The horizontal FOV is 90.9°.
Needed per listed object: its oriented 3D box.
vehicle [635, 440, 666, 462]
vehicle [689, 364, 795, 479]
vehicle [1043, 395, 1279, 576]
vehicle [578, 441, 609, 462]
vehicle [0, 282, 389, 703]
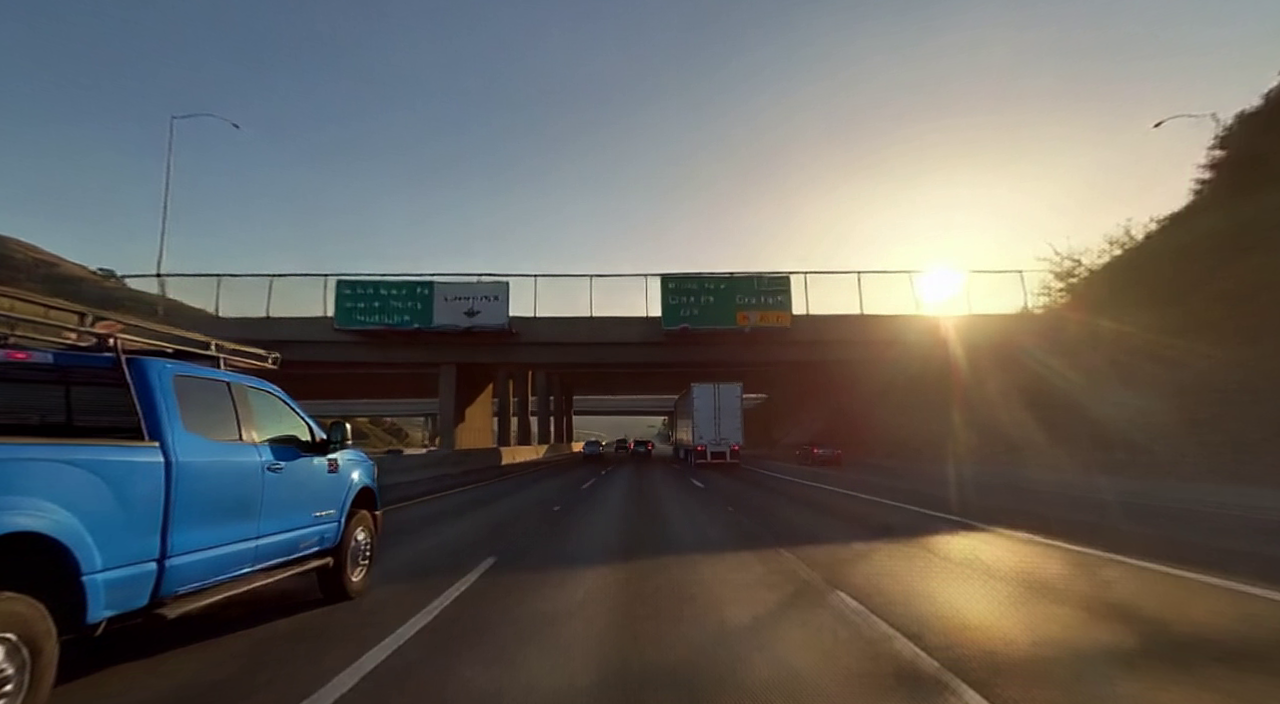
[{"bbox_3d":[0.732,7.114,45.356,2.092,1.446,4.092,0,-8,0],"label":"vehicle"},{"bbox_3d":[4.090,3.383,28.675,2.885,4.036,12.891,0,-8,1],"label":"vehicle"},{"bbox_3d":[7.112,1.436,7.144,1.999,1.700,4.640,0,-8,0],"label":"vehicle"},{"bbox_3d":[-3.425,7.441,47.298,2.077,1.446,4.106,0,-8,0],"label":"vehicle"},{"bbox_3d":[-4.133,0.863,3.701,2.599,2.054,6.288,-1,-8,1],"label":"vehicle"}]
